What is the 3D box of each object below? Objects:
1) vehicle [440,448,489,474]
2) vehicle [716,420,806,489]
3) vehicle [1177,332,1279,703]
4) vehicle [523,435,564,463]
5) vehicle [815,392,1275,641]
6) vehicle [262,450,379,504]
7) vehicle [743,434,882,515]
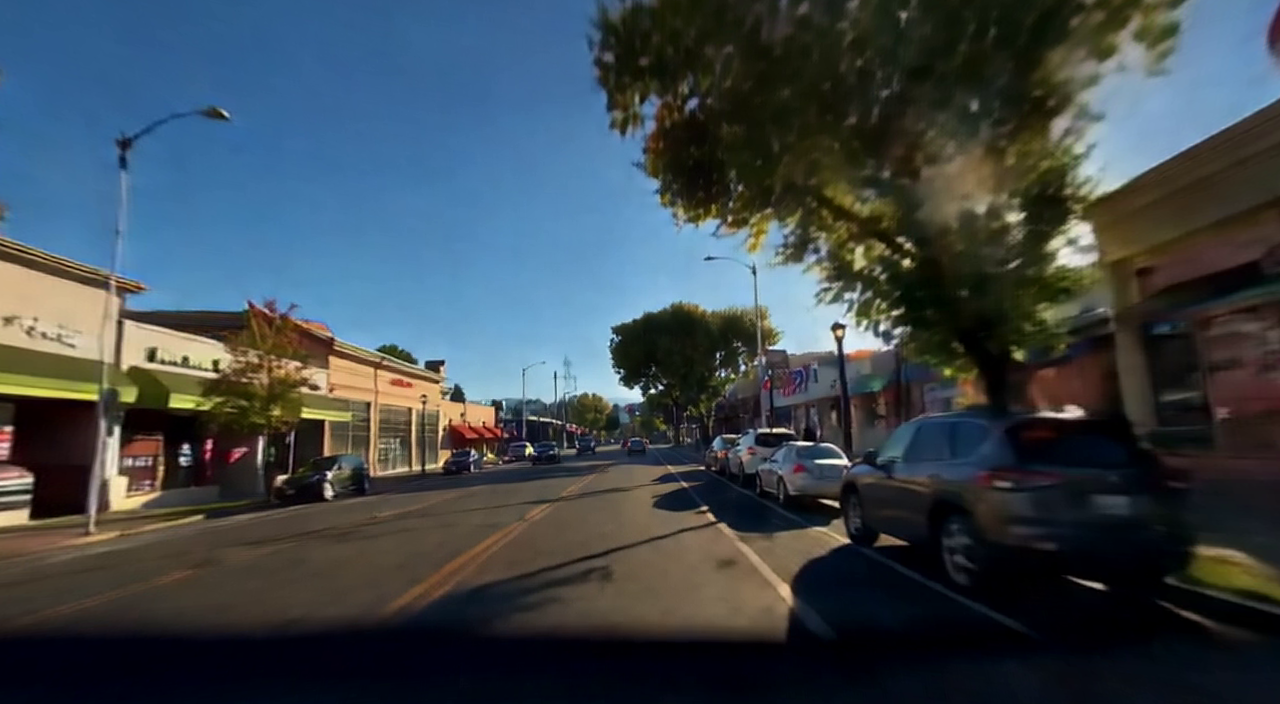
[{"bbox_3d":[-10.528,6.558,38.232,1.846,1.463,4.206,0,-8,-1],"label":"vehicle"},{"bbox_3d":[3.827,3.345,20.820,1.976,2.001,4.430,0,-8,-2],"label":"vehicle"},{"bbox_3d":[3.910,0.478,0.230,2.164,1.880,6.057,0,-8,1],"label":"vehicle"},{"bbox_3d":[-6.658,6.743,44.048,2.044,1.839,4.512,0,-8,1],"label":"vehicle"},{"bbox_3d":[3.840,1.644,7.544,2.132,1.889,5.213,0,-8,2],"label":"vehicle"},{"bbox_3d":[-10.784,4.220,21.682,1.930,1.621,3.853,0,-8,0],"label":"vehicle"},{"bbox_3d":[3.874,2.851,15.138,1.876,1.468,4.672,-5,-9,-1],"label":"vehicle"}]
